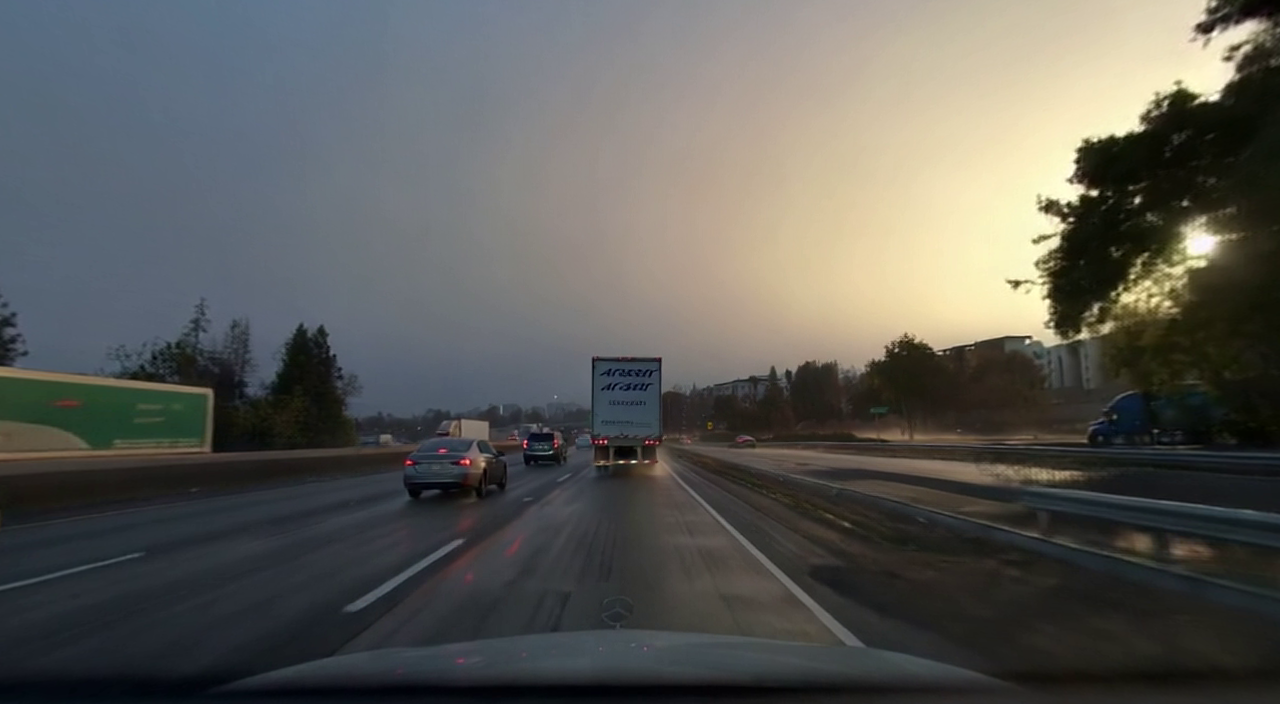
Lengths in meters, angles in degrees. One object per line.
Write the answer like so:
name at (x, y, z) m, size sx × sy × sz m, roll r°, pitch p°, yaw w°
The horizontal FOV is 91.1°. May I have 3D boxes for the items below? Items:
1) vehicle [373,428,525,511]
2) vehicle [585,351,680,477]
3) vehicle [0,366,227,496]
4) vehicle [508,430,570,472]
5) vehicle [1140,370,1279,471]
vehicle at (-3.933, 2.469, 13.838) m, size 1.964 × 1.507 × 4.361 m, roll 0°, pitch -8°, yaw 0°
vehicle at (-0.390, 2.806, 26.688) m, size 3.171 × 4.204 × 11.036 m, roll 0°, pitch -8°, yaw -1°
vehicle at (-19.228, 2.865, 22.554) m, size 2.893 × 3.769 × 8.413 m, roll 0°, pitch -8°, yaw 1°
vehicle at (-4.090, 4.069, 26.078) m, size 1.946 × 1.599 × 4.073 m, roll 0°, pitch -8°, yaw 0°
vehicle at (18.801, 2.158, 19.248) m, size 2.432 × 2.753 × 5.388 m, roll 0°, pitch -8°, yaw 0°
